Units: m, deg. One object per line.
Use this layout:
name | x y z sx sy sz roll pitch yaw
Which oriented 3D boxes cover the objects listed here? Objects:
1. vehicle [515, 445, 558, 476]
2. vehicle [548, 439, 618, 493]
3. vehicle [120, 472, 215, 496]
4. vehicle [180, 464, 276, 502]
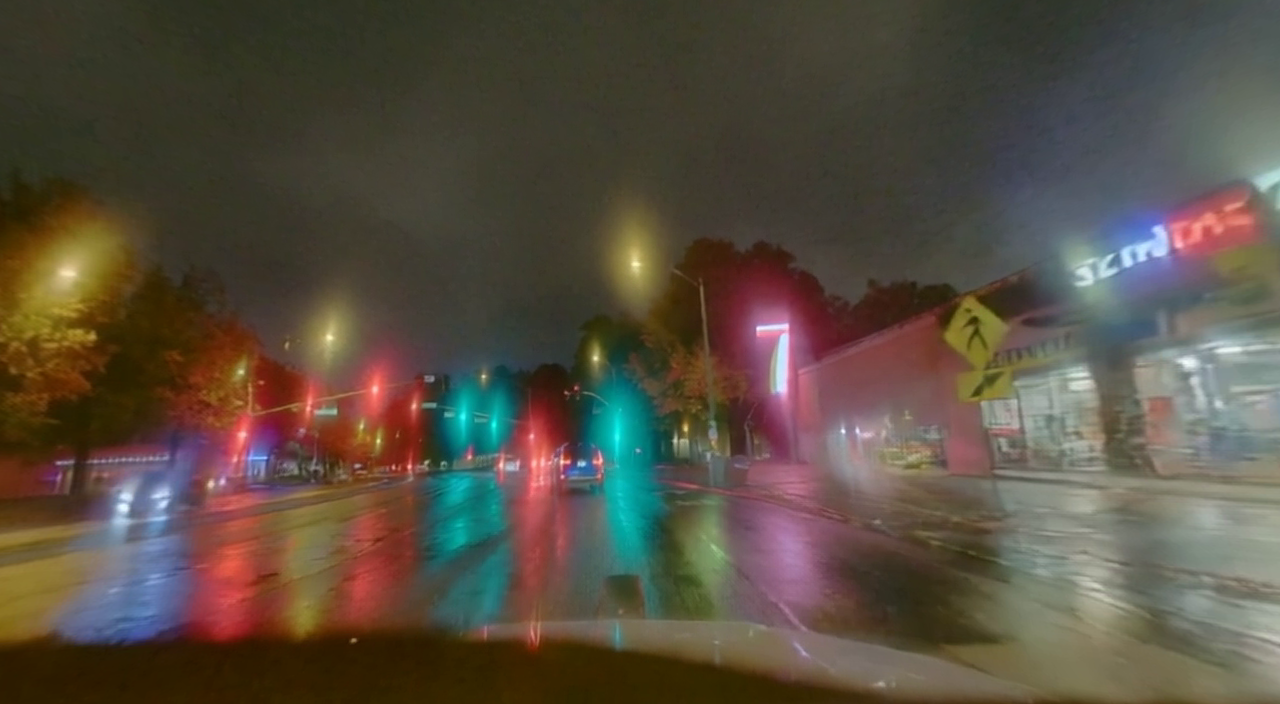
vehicle | -7.065 7.283 42.558 2.067 1.947 4.628 3 -10 -18
vehicle | -2.139 4.069 22.770 2.227 1.733 3.930 2 -9 -9
vehicle | -33.048 9.233 44.368 4.804 1.544 2.244 4 -10 -21
vehicle | -18.857 6.002 29.201 2.071 1.506 4.604 2 -9 -11
